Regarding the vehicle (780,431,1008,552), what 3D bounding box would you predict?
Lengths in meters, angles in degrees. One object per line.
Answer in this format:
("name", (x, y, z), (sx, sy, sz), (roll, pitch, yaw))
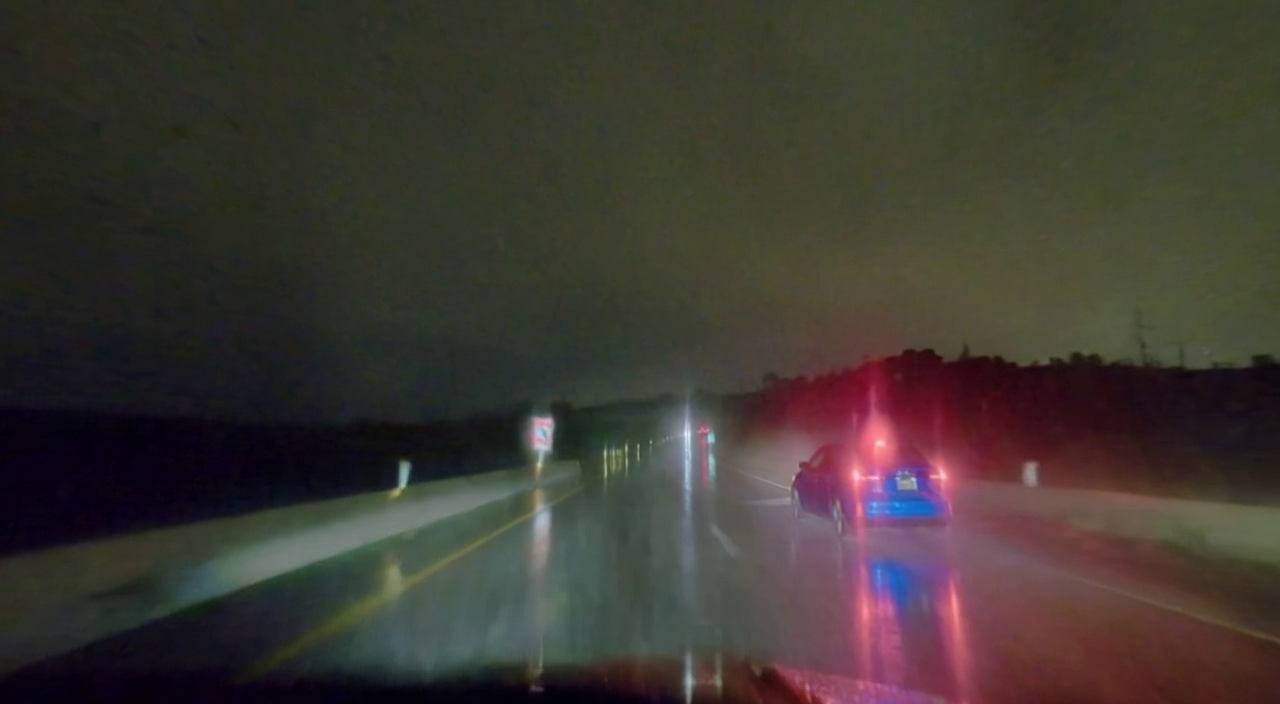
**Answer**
("vehicle", (3.690, 2.081, 10.115), (1.997, 1.515, 4.025), (0, -8, 0))
